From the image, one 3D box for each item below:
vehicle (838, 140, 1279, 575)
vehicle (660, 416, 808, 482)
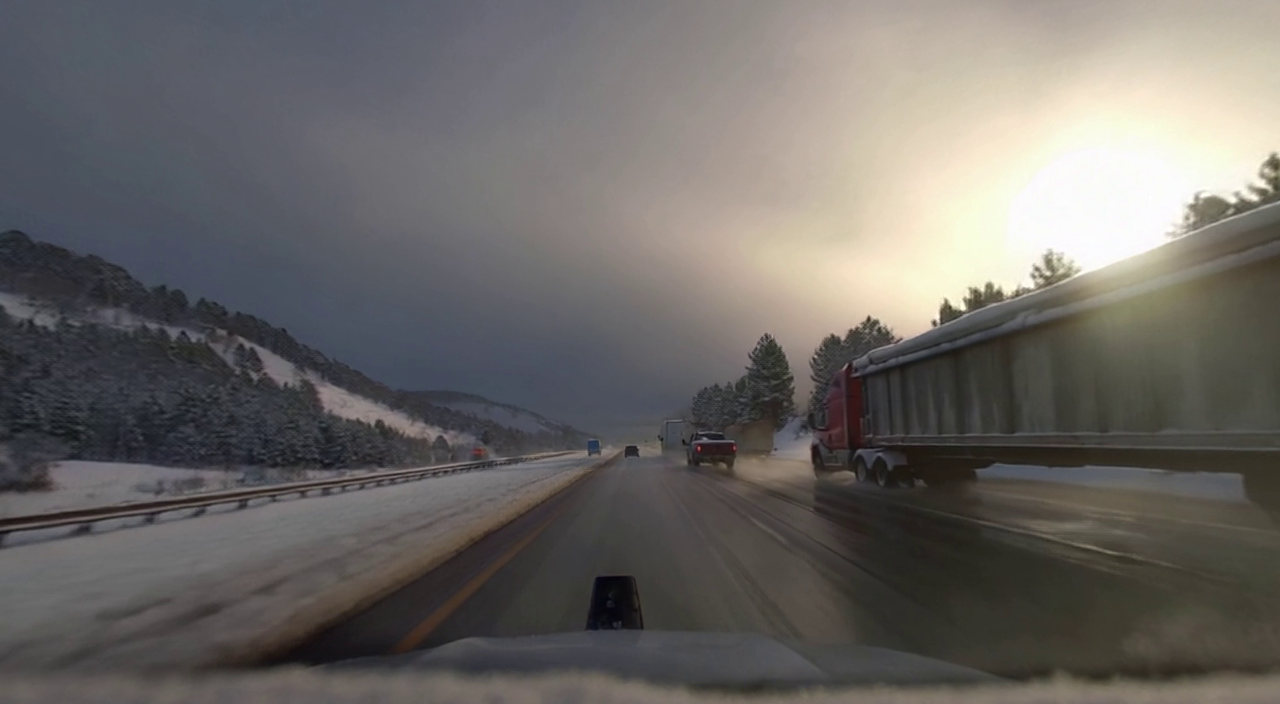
[{"bbox_3d":[7.703,0.848,11.433,2.935,4.187,16.357,0,-9,0],"label":"vehicle"},{"bbox_3d":[3.360,3.609,23.594,5.075,2.277,2.365,0,-9,-3],"label":"vehicle"}]
